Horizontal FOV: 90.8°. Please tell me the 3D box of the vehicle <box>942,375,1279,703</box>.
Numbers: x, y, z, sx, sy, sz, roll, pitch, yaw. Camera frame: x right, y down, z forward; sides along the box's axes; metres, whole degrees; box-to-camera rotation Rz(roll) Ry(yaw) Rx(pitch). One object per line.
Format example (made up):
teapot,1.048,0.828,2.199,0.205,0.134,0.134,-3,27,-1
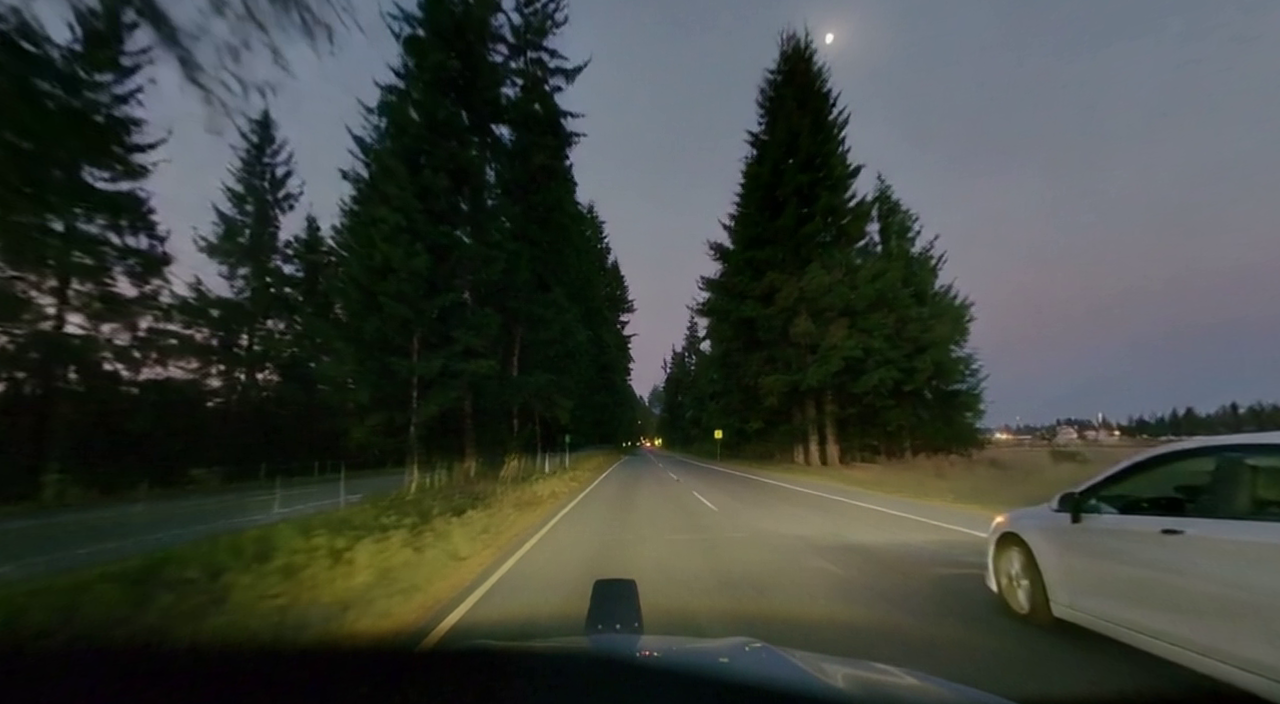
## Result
vehicle,3.644,0.970,3.111,2.060,1.584,4.592,0,-9,0
